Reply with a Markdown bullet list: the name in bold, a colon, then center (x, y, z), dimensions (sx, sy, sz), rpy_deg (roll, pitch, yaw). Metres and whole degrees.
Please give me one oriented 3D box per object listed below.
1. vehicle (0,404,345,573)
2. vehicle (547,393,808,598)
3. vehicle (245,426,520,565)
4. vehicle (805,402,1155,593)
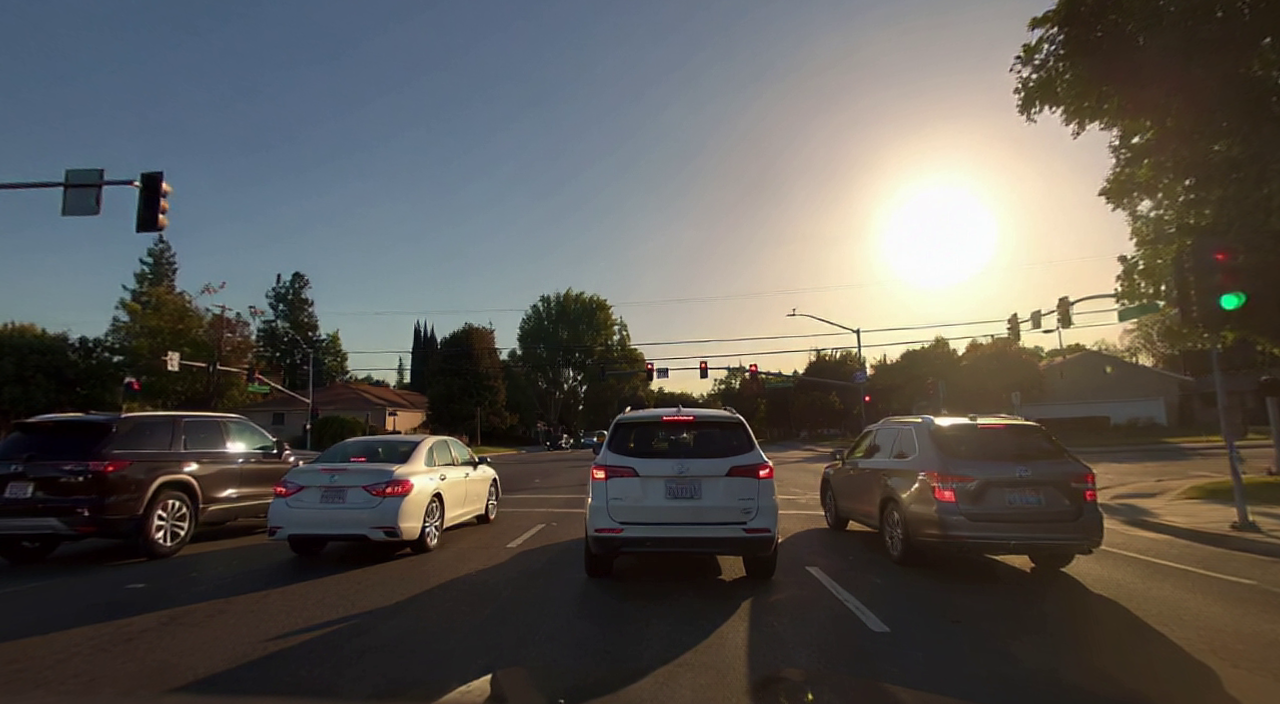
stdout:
- **vehicle**: center (-6.628, 1.822, 9.256), dimensions (2.075, 1.796, 4.785), rpy_deg (0, -8, 2)
- **vehicle**: center (0.393, 1.518, 7.492), dimensions (2.198, 1.708, 4.170), rpy_deg (0, -8, 2)
- **vehicle**: center (-3.237, 1.883, 9.094), dimensions (1.885, 1.475, 4.359), rpy_deg (-1, -8, 4)
- **vehicle**: center (3.526, 1.587, 7.745), dimensions (2.047, 1.638, 4.395), rpy_deg (-1, -8, 4)
